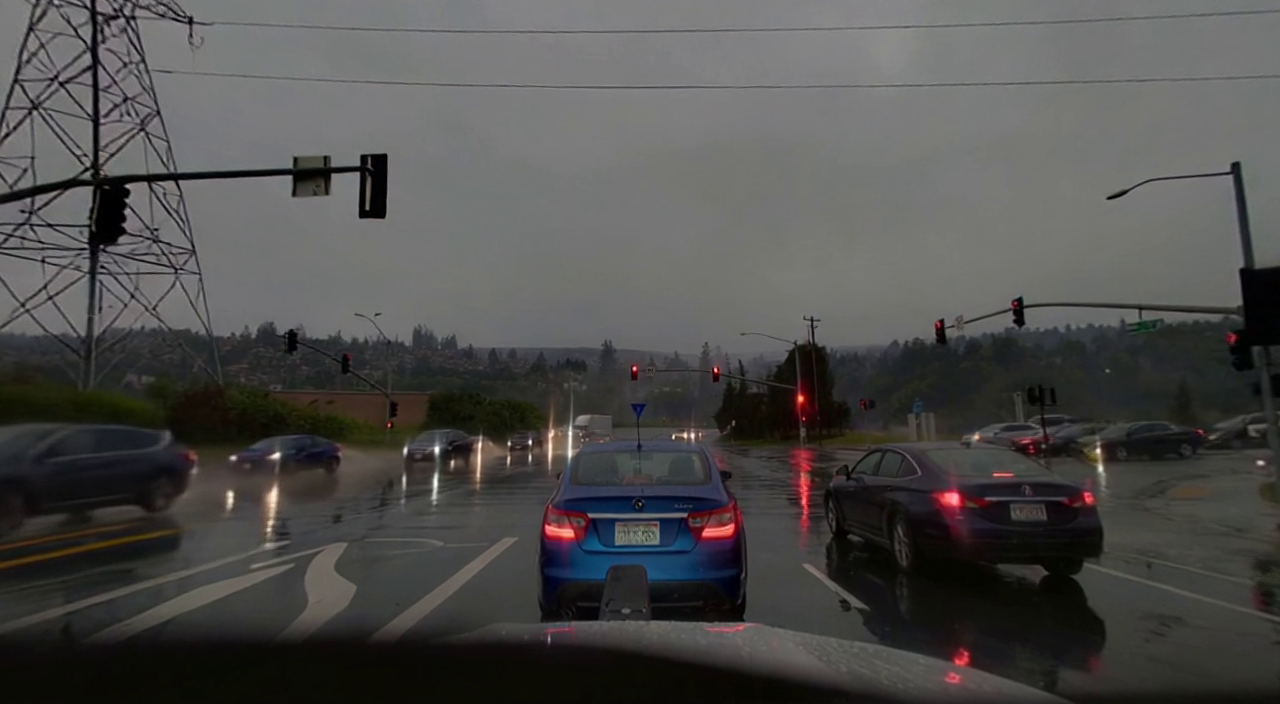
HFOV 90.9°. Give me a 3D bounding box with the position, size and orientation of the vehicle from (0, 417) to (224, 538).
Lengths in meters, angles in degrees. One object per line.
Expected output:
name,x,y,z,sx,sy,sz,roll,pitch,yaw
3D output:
vehicle,-10.230,2.065,10.784,2.269,1.716,5.700,0,-8,1

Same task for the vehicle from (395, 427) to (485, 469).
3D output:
vehicle,-9.491,4.652,30.502,2.161,1.818,5.672,-1,-8,4

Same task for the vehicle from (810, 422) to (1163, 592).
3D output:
vehicle,3.645,1.681,7.720,1.835,1.473,4.190,0,-8,-2

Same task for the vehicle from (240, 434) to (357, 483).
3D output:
vehicle,-13.408,4.206,25.150,1.939,1.727,4.695,-1,-8,2

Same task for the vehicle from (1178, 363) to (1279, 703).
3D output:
vehicle,3.406,0.587,0.625,1.926,1.614,4.330,0,-8,1

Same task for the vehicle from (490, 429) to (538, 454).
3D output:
vehicle,-9.192,6.611,46.425,2.239,1.719,4.948,-1,-8,4

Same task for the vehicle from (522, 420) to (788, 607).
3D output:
vehicle,0.105,1.594,7.124,2.117,1.474,4.036,0,-8,0
